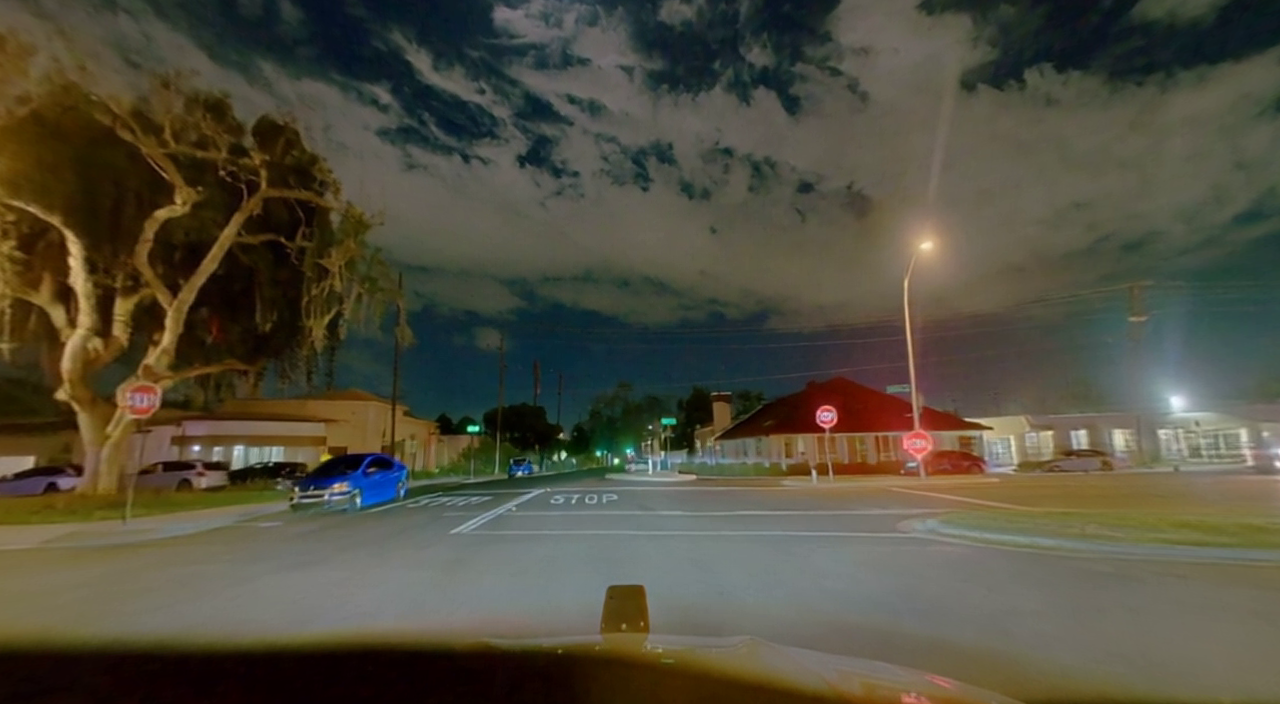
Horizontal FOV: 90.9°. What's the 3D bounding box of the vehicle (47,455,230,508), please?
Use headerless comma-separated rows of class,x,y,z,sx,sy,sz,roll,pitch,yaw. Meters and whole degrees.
vehicle,-17.592,4.496,22.349,2.010,1.583,4.582,-7,-10,35

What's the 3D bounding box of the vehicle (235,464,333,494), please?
vehicle,-19.875,7.102,35.327,4.277,1.527,1.987,0,-9,-2

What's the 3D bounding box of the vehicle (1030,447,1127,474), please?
vehicle,25.904,6.416,37.298,4.323,1.507,1.896,0,-9,-3

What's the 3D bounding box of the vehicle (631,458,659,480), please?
vehicle,0.345,8.689,47.144,1.851,1.471,4.372,0,-9,-2

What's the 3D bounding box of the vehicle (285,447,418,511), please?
vehicle,-8.493,3.788,19.159,2.156,1.620,4.945,0,-10,-6

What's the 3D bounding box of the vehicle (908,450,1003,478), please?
vehicle,18.446,6.547,36.995,4.528,1.458,1.939,0,-7,-4
